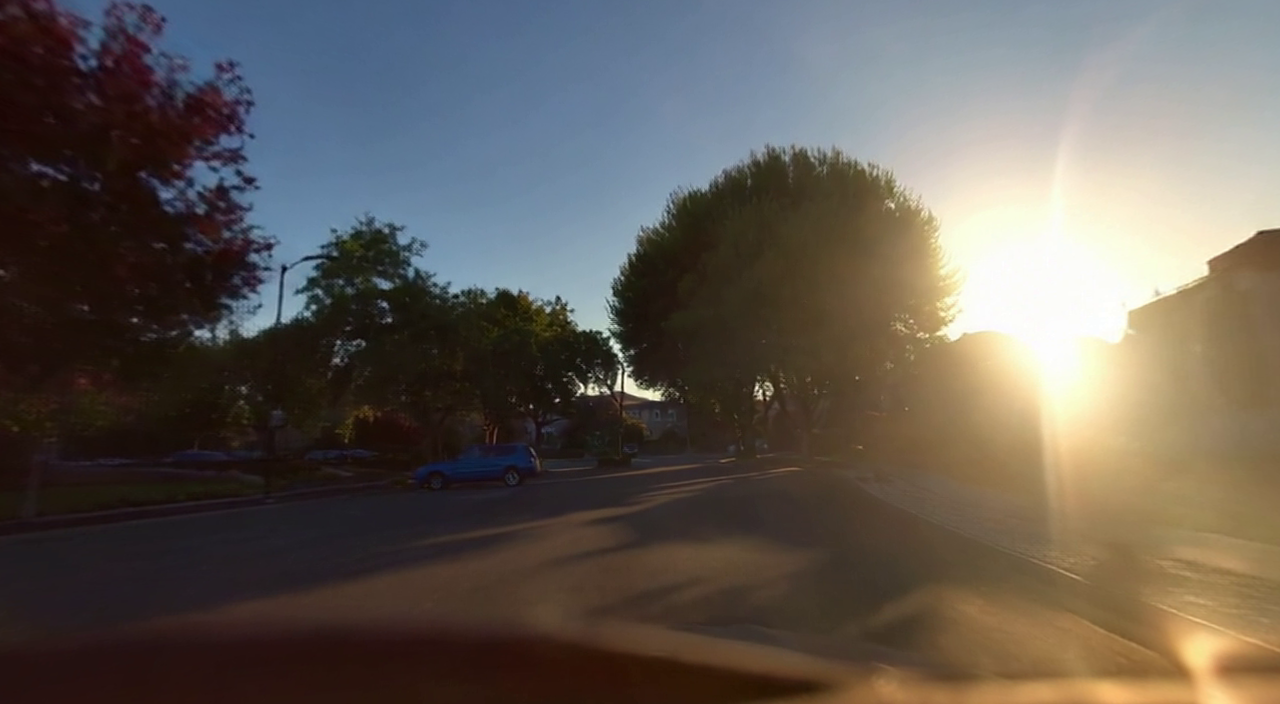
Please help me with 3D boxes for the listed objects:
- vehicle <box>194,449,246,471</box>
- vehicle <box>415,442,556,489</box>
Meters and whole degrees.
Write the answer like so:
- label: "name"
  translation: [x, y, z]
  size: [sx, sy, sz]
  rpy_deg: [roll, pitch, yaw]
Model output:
- label: "vehicle"
  translation: [-30.427, 7.764, 45.701]
  size: [4.764, 1.487, 2.002]
  rpy_deg: [-8, -12, 44]
- label: "vehicle"
  translation: [-5.674, 4.190, 23.491]
  size: [4.692, 1.660, 1.879]
  rpy_deg: [-1, -9, 7]
